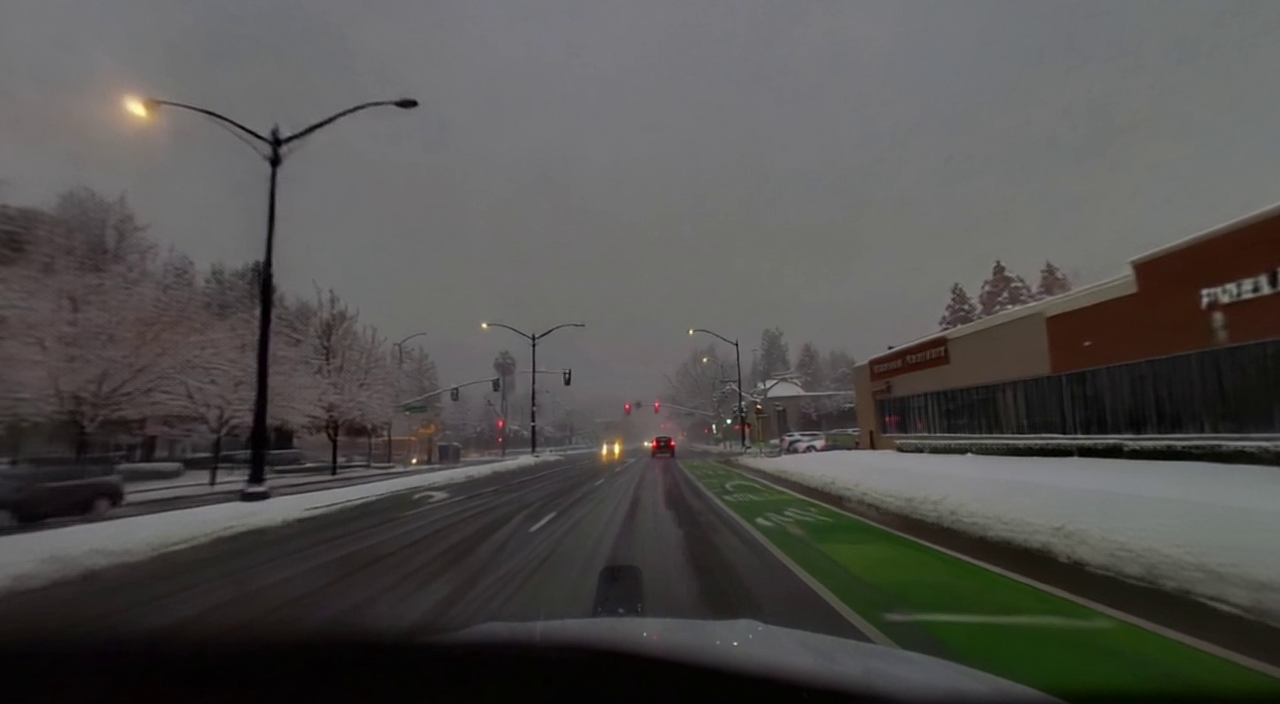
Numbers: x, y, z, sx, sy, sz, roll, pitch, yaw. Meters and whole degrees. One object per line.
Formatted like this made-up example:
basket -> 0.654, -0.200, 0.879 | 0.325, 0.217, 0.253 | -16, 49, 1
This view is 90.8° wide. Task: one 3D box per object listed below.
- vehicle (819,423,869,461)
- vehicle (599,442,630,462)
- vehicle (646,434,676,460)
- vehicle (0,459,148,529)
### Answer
vehicle -> 12.777, 5.672, 39.893 | 1.996, 2.172, 5.298 | -1, -8, 7
vehicle -> -1.909, 7.611, 48.276 | 1.969, 1.481, 3.868 | -1, -9, 3
vehicle -> 1.639, 7.340, 48.895 | 2.206, 1.922, 4.262 | -1, -9, 2
vehicle -> -18.262, 4.208, 19.237 | 2.178, 1.779, 5.406 | 0, -9, 0
